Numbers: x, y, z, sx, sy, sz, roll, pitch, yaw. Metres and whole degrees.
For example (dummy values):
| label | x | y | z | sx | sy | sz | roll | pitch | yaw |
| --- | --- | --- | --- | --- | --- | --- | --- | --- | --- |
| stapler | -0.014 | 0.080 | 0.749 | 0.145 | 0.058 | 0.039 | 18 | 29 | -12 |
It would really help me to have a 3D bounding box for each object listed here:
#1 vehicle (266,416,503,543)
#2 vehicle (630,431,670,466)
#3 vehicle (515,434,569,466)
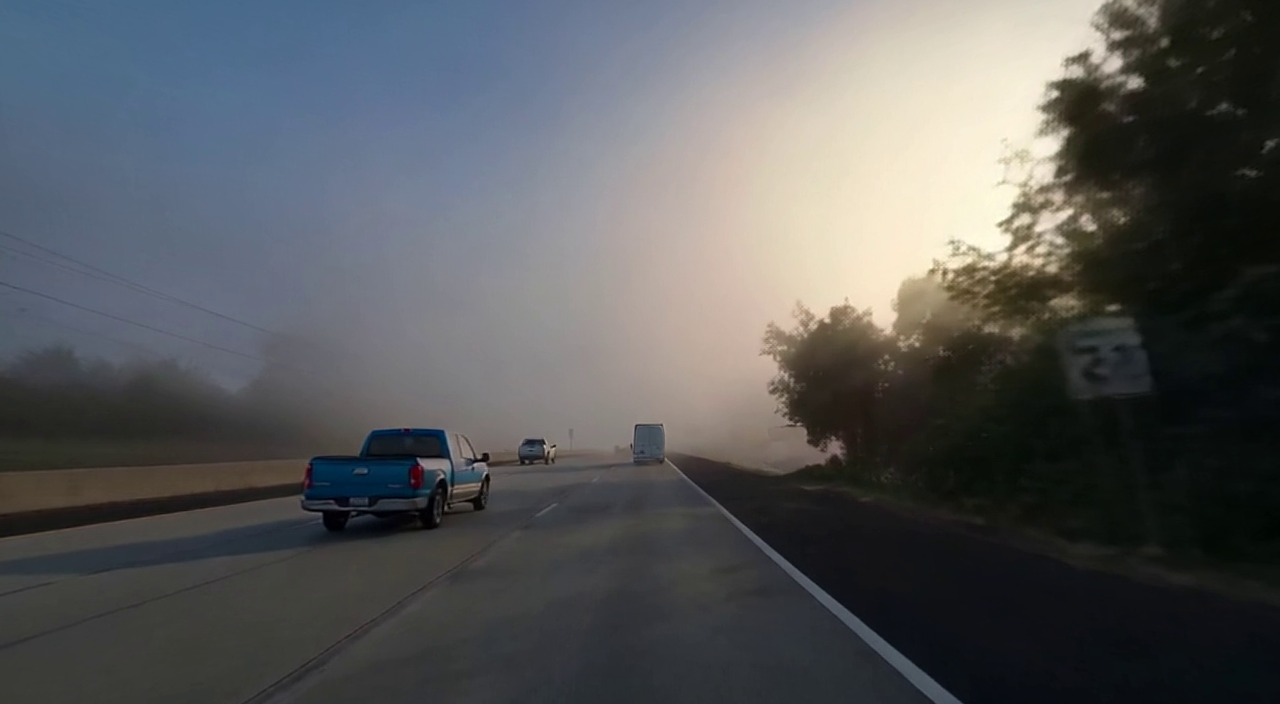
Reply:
| label | x | y | z | sx | sy | sz | roll | pitch | yaw |
| --- | --- | --- | --- | --- | --- | --- | --- | --- | --- |
| vehicle | -4.061 | 2.114 | 11.112 | 2.145 | 1.730 | 4.729 | 0 | -8 | 1 |
| vehicle | 0.708 | 6.808 | 44.608 | 2.692 | 2.279 | 5.695 | 0 | -8 | 1 |
| vehicle | -6.819 | 6.922 | 44.575 | 2.695 | 2.084 | 6.836 | 0 | -8 | 1 |
